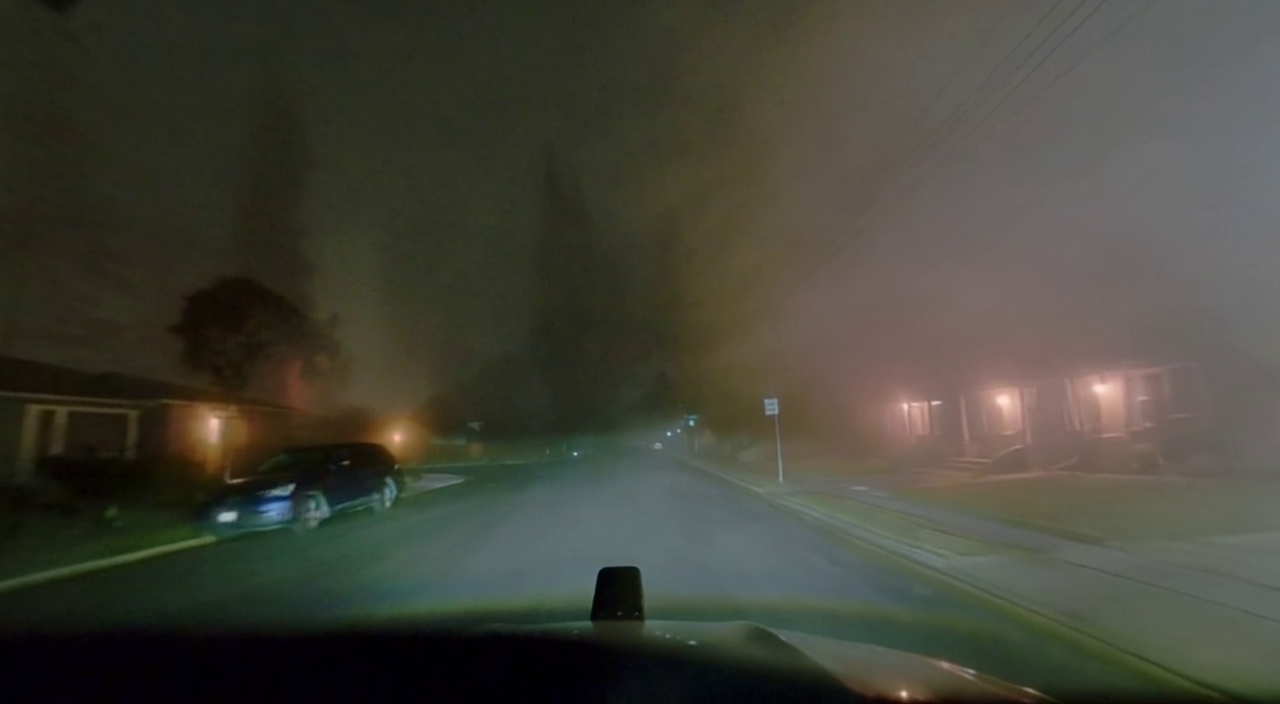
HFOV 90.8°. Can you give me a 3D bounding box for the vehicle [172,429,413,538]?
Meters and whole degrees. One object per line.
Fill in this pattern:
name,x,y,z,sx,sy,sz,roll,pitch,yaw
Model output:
vehicle,-6.552,2.515,12.834,2.078,1.745,5.119,0,-9,-1
